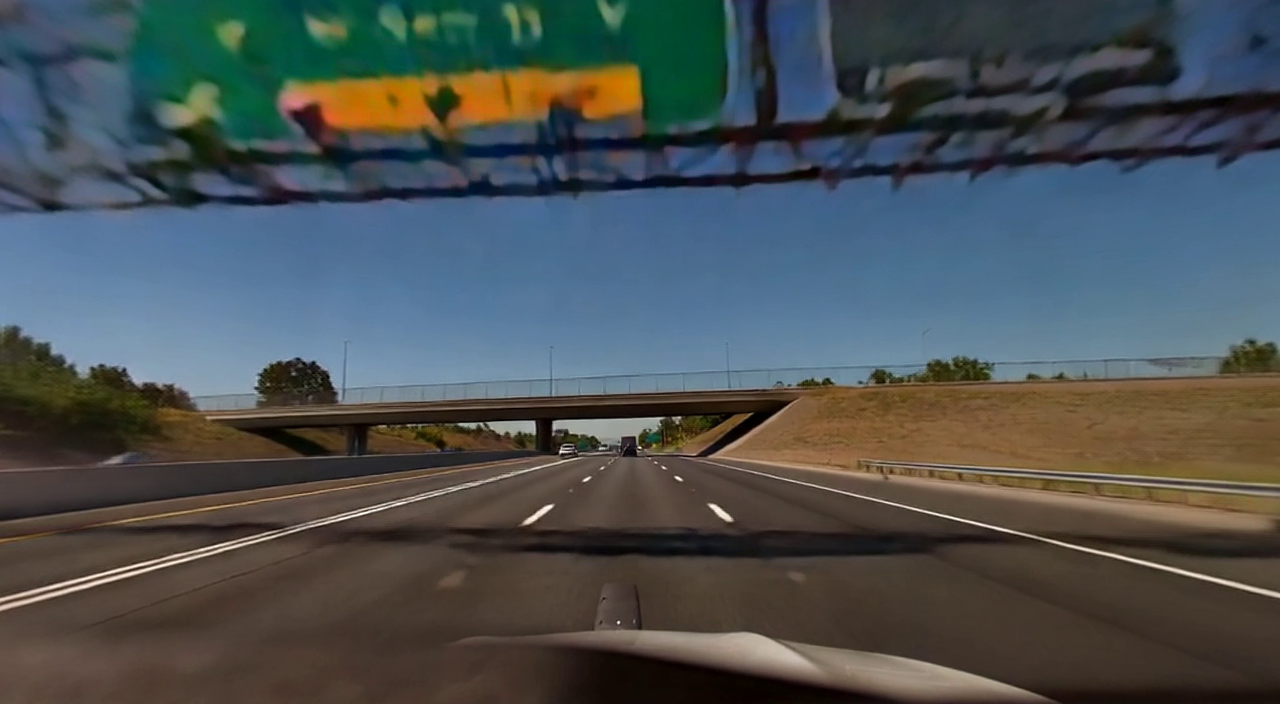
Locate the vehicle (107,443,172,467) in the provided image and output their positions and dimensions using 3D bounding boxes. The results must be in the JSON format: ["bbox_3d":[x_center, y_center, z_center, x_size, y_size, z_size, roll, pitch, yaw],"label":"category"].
[{"bbox_3d":[-36.223,7.439,45.819,1.844,1.473,3.683,-4,-7,-1],"label":"vehicle"}]
